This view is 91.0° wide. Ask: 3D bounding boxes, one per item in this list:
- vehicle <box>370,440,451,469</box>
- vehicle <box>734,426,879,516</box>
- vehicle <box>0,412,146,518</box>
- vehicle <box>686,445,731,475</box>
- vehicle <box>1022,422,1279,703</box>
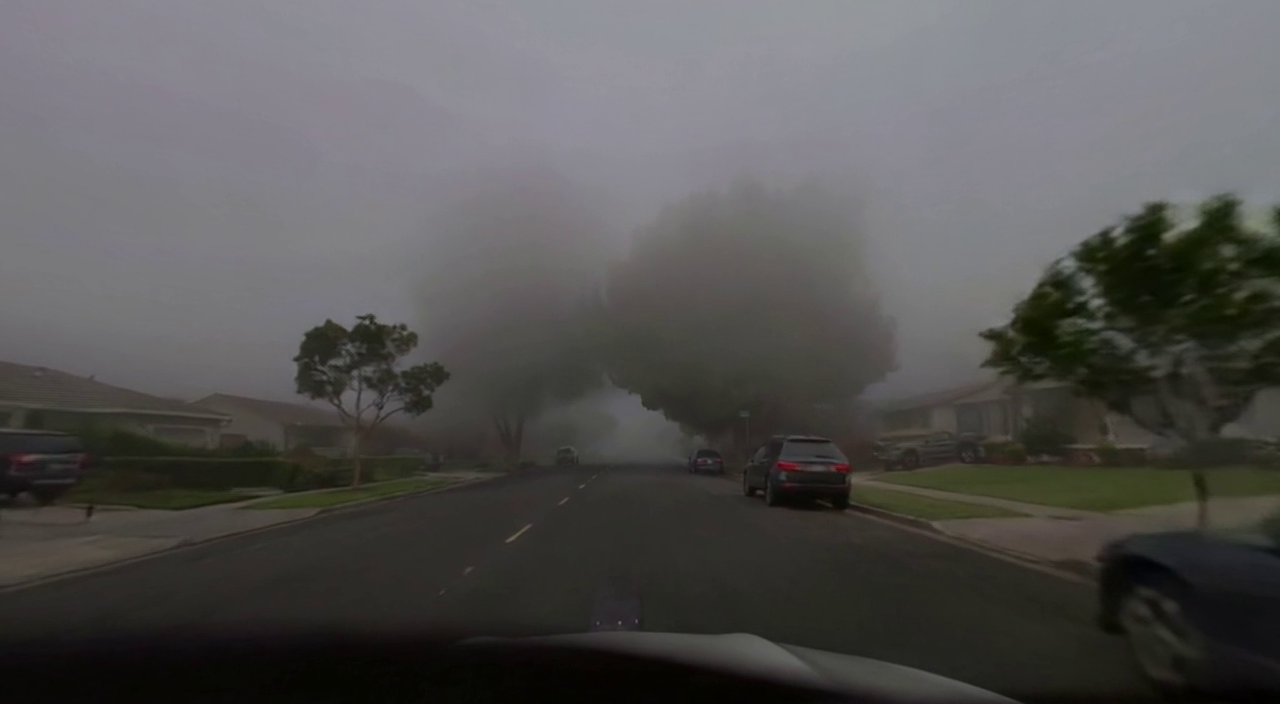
[{"bbox_3d":[-15.742,7.050,43.351,4.882,1.777,2.025,-2,-9,-2],"label":"vehicle"},{"bbox_3d":[3.737,2.777,15.231,2.039,1.780,4.884,0,-9,-2],"label":"vehicle"},{"bbox_3d":[-14.469,2.406,13.589,5.707,2.050,2.260,-1,-9,2],"label":"vehicle"},{"bbox_3d":[3.694,5.890,34.714,1.897,1.521,4.835,0,-9,-1],"label":"vehicle"},{"bbox_3d":[3.802,0.988,2.271,1.949,1.505,4.483,0,-9,-1],"label":"vehicle"}]
